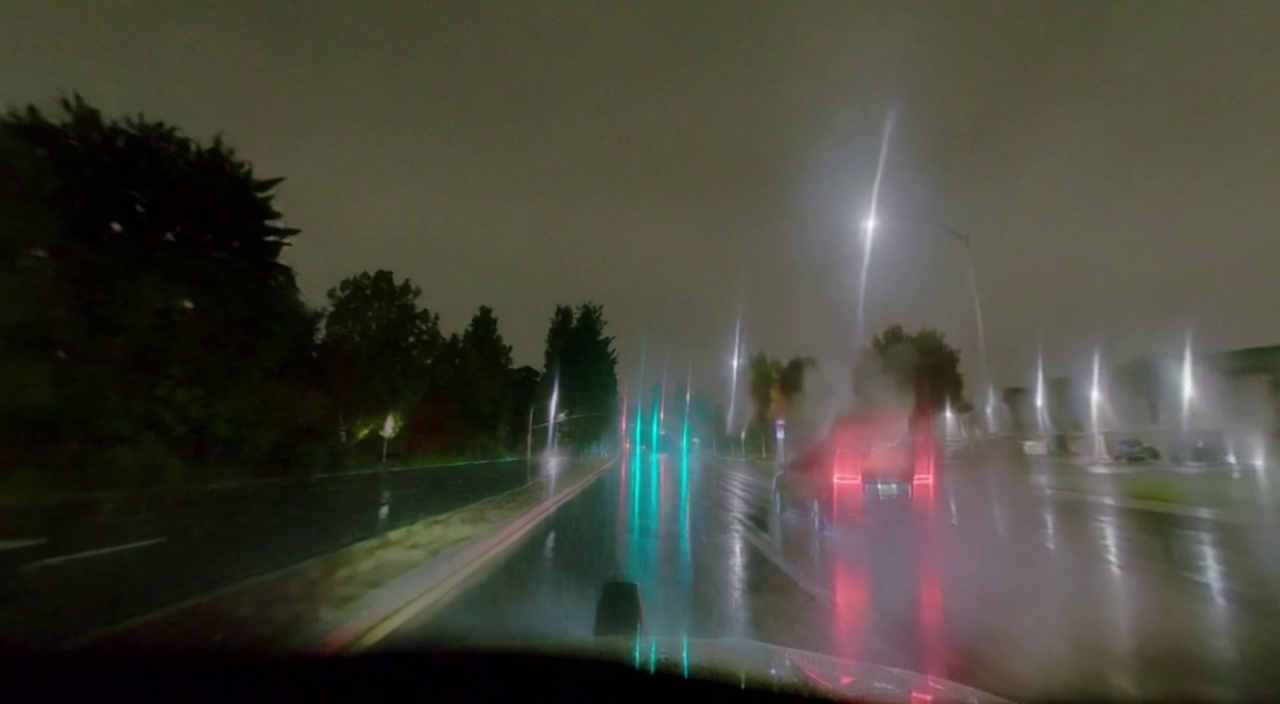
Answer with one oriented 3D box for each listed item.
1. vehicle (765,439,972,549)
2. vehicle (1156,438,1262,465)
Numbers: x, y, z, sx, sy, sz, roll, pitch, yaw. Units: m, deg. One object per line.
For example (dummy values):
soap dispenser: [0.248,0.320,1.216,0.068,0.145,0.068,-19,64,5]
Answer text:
vehicle: [3.483,2.226,10.581,1.852,1.453,4.083,0,-9,-1]
vehicle: [41.099,7.192,45.743,5.347,1.882,2.307,0,-9,0]
